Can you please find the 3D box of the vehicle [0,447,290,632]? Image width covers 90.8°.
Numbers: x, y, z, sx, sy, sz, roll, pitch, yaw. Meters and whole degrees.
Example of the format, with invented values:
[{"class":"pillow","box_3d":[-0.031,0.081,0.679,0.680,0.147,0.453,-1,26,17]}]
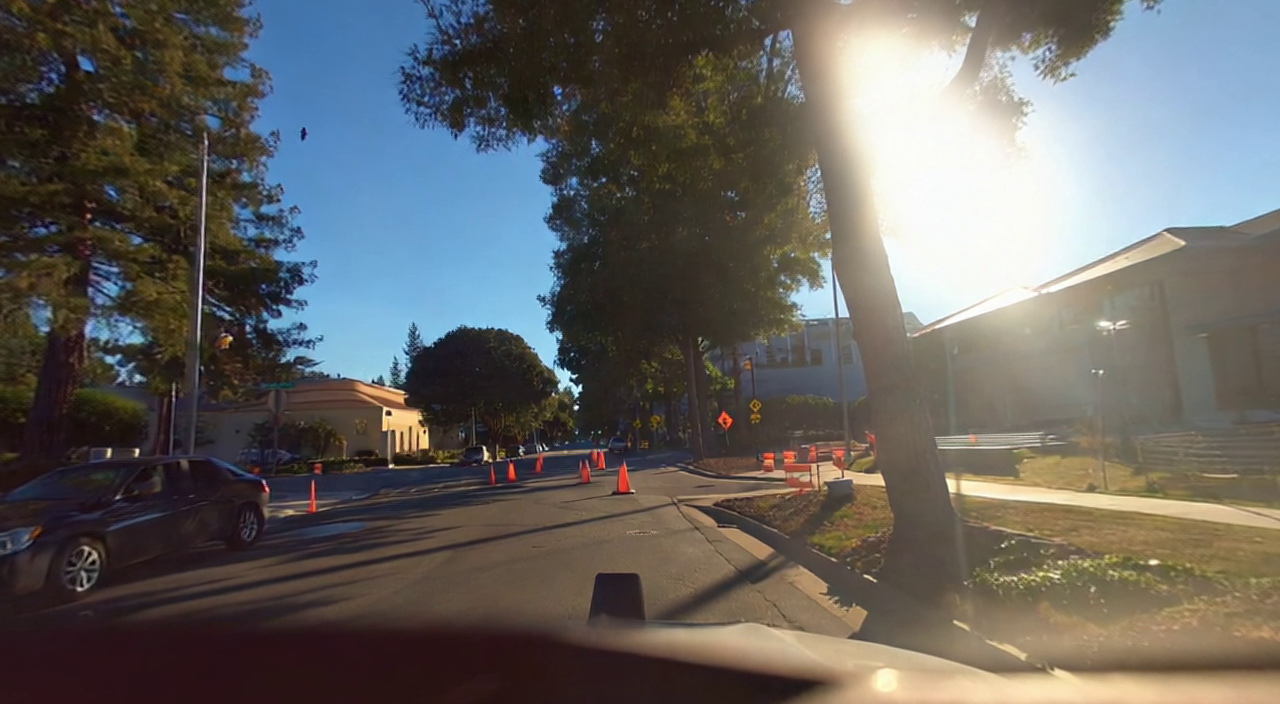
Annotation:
[{"class":"vehicle","box_3d":[-7.596,2.007,7.556,2.961,1.701,7.563,1,-9,-4]}]
